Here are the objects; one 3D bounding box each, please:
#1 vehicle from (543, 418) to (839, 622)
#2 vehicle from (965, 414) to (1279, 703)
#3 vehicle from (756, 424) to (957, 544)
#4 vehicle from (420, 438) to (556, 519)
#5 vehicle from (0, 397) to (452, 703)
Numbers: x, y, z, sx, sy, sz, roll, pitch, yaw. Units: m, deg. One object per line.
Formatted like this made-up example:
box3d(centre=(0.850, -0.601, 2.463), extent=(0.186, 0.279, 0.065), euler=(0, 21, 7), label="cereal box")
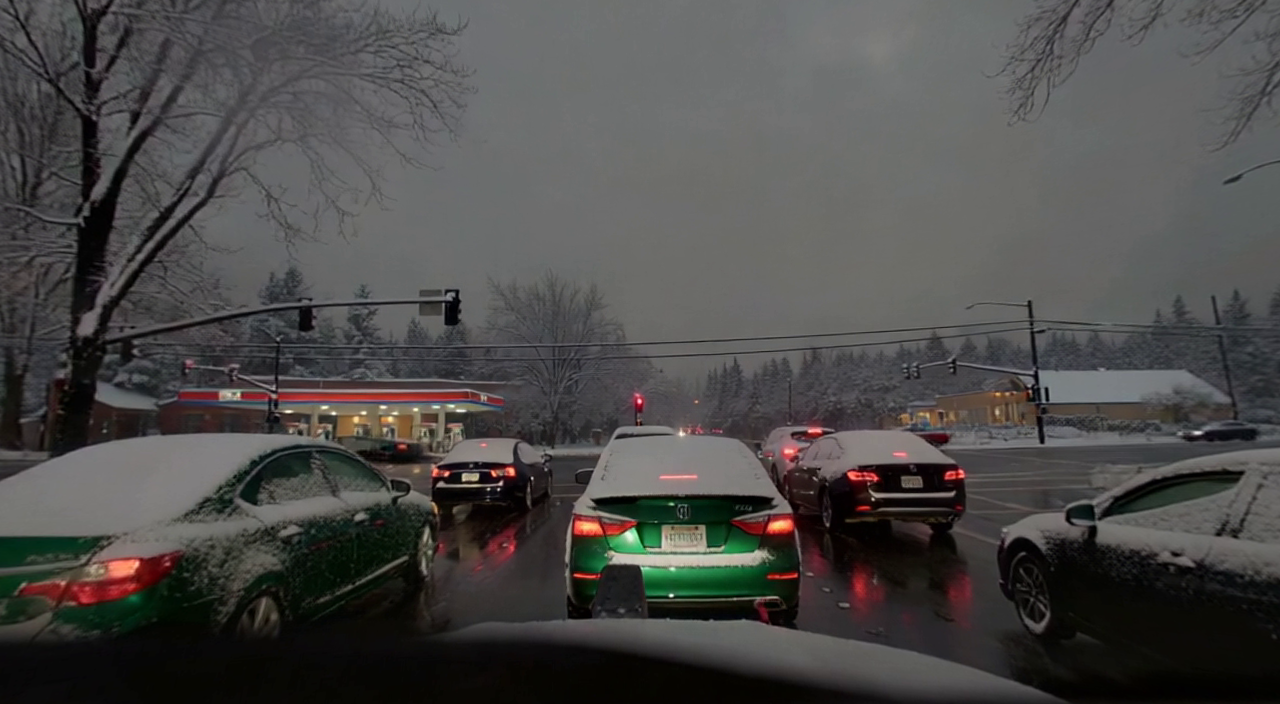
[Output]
box3d(centre=(0.326, 1.585, 6.950), extent=(2.220, 1.507, 4.317), euler=(0, -9, -2), label="vehicle")
box3d(centre=(4.176, 1.135, 3.614), extent=(1.950, 1.497, 4.686), euler=(0, -9, -3), label="vehicle")
box3d(centre=(3.373, 2.128, 10.797), extent=(1.947, 1.630, 4.127), euler=(0, -9, 0), label="vehicle")
box3d(centre=(-3.077, 2.645, 13.709), extent=(1.867, 1.474, 4.237), euler=(0, -9, 1), label="vehicle")
box3d(centre=(-3.011, 1.248, 4.625), extent=(1.887, 1.493, 4.255), euler=(0, -9, 1), label="vehicle")
